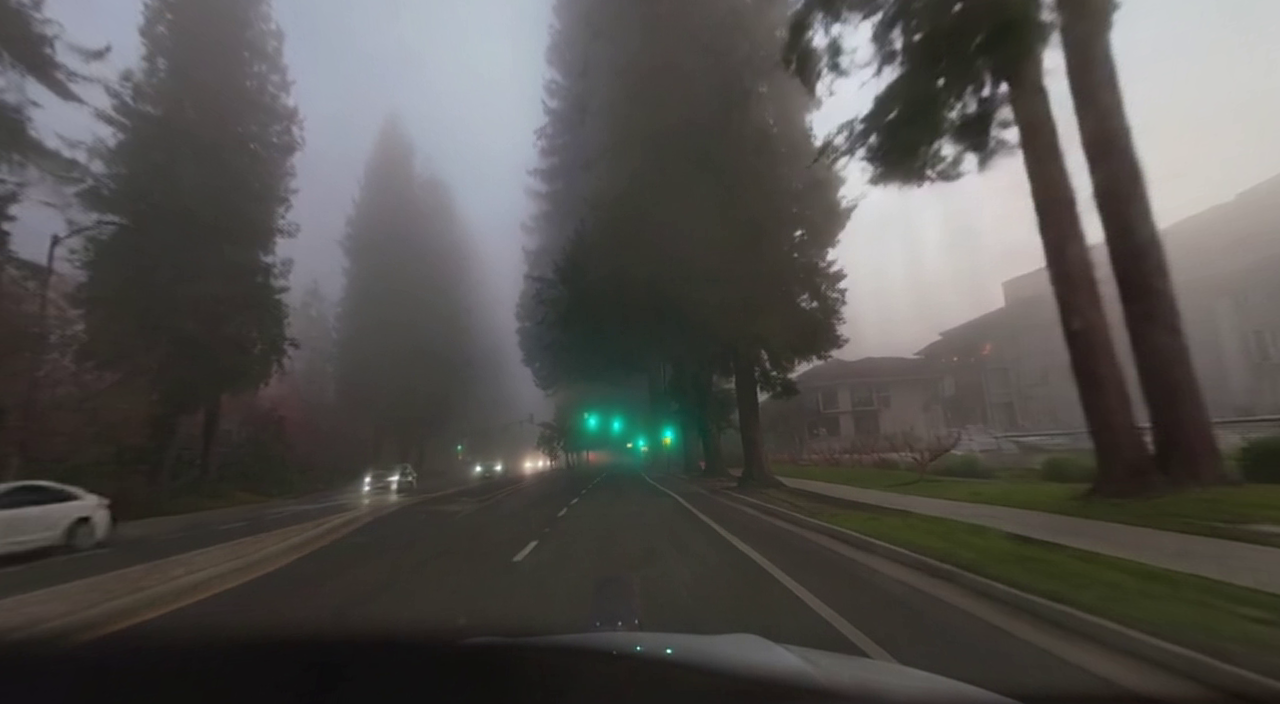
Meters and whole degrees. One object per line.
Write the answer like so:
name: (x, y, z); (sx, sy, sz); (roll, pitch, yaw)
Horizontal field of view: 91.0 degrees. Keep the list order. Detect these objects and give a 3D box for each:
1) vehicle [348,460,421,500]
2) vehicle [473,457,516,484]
vehicle: (-13.105, 6.562, 32.570); (1.979, 1.757, 4.514); (0, -8, -2)
vehicle: (-10.033, 8.152, 43.658); (1.984, 1.646, 4.529); (0, -8, -1)
